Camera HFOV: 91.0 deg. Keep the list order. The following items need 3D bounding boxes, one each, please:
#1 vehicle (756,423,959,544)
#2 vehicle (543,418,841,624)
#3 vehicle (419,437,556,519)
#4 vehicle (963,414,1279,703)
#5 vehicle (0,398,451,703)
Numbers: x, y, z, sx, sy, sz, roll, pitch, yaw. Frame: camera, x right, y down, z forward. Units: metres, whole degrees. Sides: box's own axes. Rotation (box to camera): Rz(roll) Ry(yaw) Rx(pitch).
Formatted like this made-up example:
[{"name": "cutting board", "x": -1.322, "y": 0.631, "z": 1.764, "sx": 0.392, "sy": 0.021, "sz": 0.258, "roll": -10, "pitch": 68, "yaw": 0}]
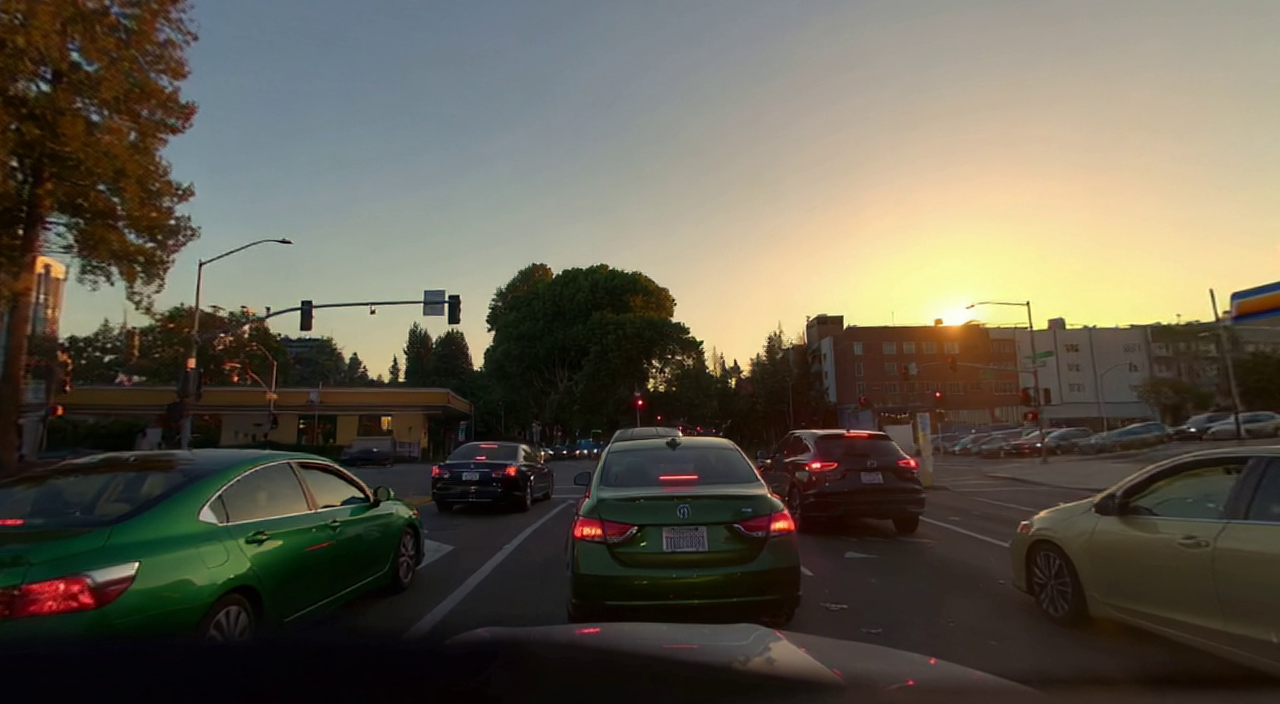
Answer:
[{"name": "vehicle", "x": 3.383, "y": 2.125, "z": 10.780, "sx": 1.947, "sy": 1.630, "sz": 4.127, "roll": 0, "pitch": -9, "yaw": 0}, {"name": "vehicle", "x": 0.334, "y": 1.583, "z": 6.924, "sx": 2.220, "sy": 1.507, "sz": 4.317, "roll": 0, "pitch": -9, "yaw": -2}, {"name": "vehicle", "x": -3.076, "y": 2.638, "z": 13.687, "sx": 1.867, "sy": 1.474, "sz": 4.237, "roll": 0, "pitch": -9, "yaw": 1}, {"name": "vehicle", "x": 4.169, "y": 1.136, "z": 3.630, "sx": 1.950, "sy": 1.497, "sz": 4.686, "roll": 0, "pitch": -9, "yaw": -3}, {"name": "vehicle", "x": -3.012, "y": 1.250, "z": 4.601, "sx": 1.887, "sy": 1.493, "sz": 4.255, "roll": 0, "pitch": -9, "yaw": 1}]
